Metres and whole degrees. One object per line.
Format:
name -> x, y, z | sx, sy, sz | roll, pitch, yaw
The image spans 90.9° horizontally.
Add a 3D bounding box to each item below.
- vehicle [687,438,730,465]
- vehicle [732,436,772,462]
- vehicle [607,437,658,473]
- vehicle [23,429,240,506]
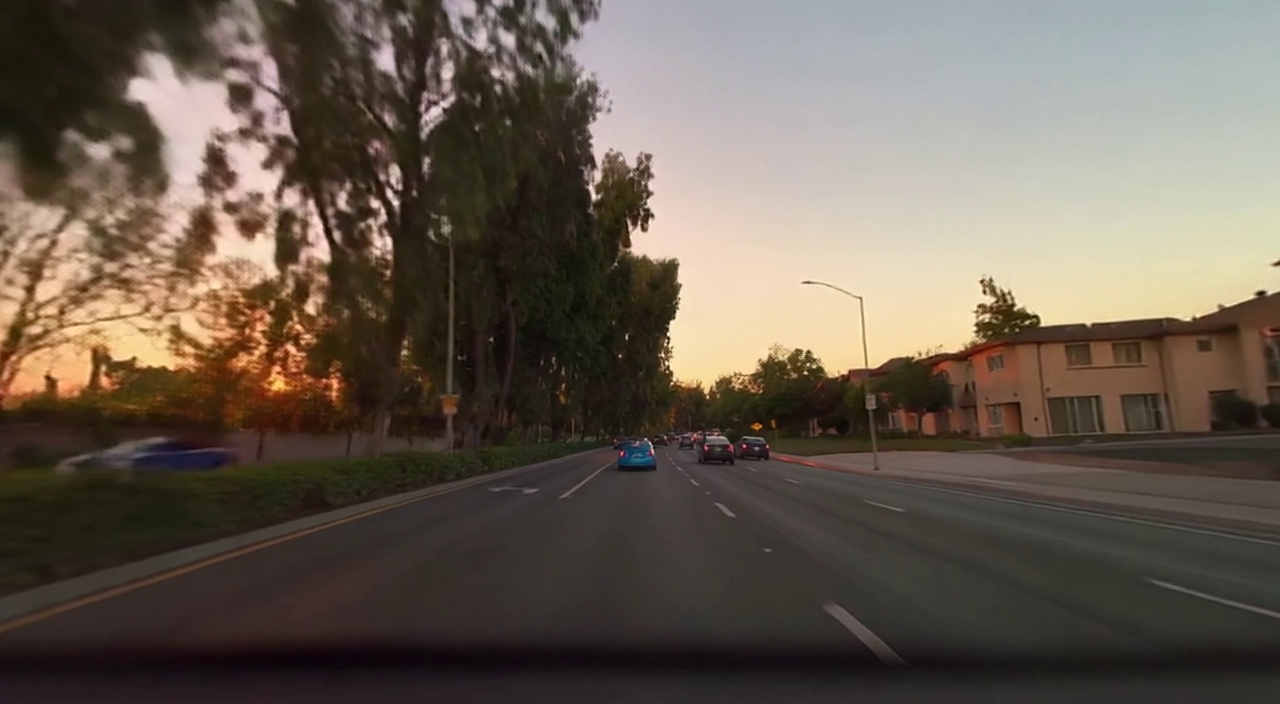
vehicle -> 4.029, 5.926, 37.826 | 2.067, 1.514, 4.188 | 0, -8, -1
vehicle -> 7.748, 6.748, 43.868 | 1.972, 1.700, 4.269 | 0, -8, 0
vehicle -> -0.289, 4.579, 28.241 | 2.102, 1.481, 3.907 | 0, -8, 1
vehicle -> -14.144, 3.212, 18.038 | 2.156, 1.889, 4.750 | 0, -8, 1
